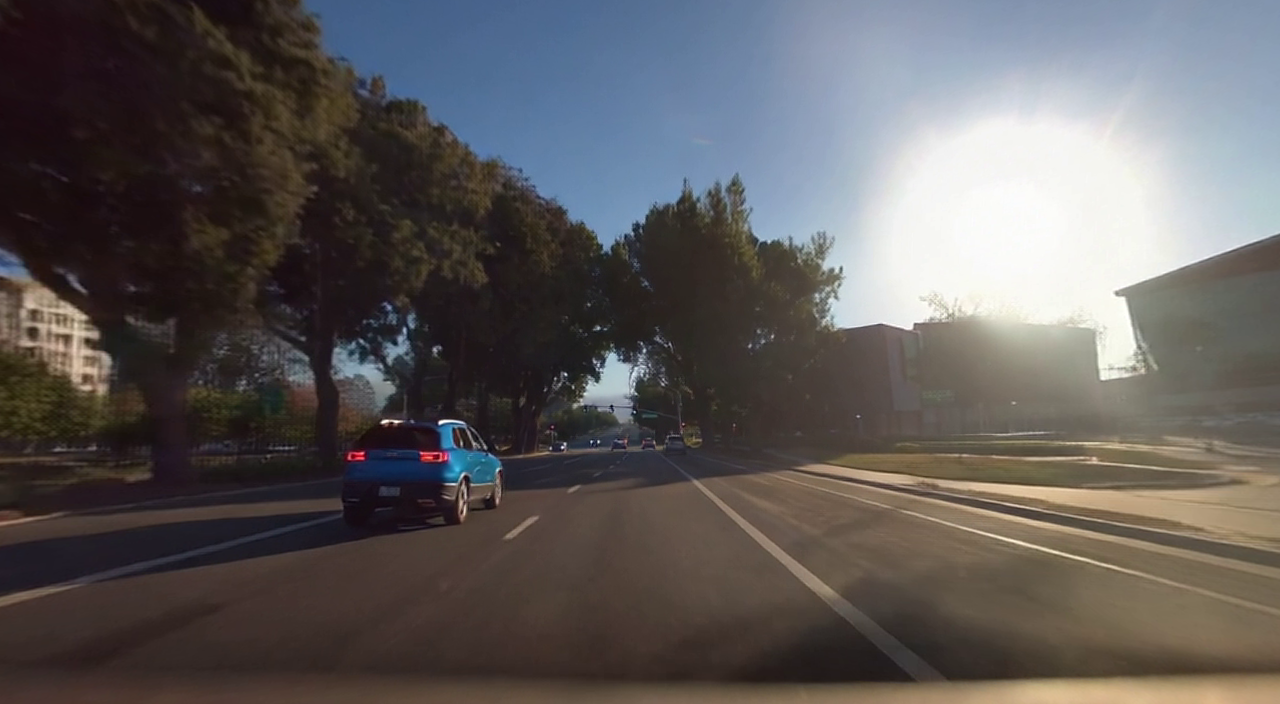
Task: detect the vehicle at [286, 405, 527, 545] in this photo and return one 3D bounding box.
[{"bbox_3d":[-3.293,1.838,10.075,2.033,1.713,4.503,0,-8,1],"label":"vehicle"}]
